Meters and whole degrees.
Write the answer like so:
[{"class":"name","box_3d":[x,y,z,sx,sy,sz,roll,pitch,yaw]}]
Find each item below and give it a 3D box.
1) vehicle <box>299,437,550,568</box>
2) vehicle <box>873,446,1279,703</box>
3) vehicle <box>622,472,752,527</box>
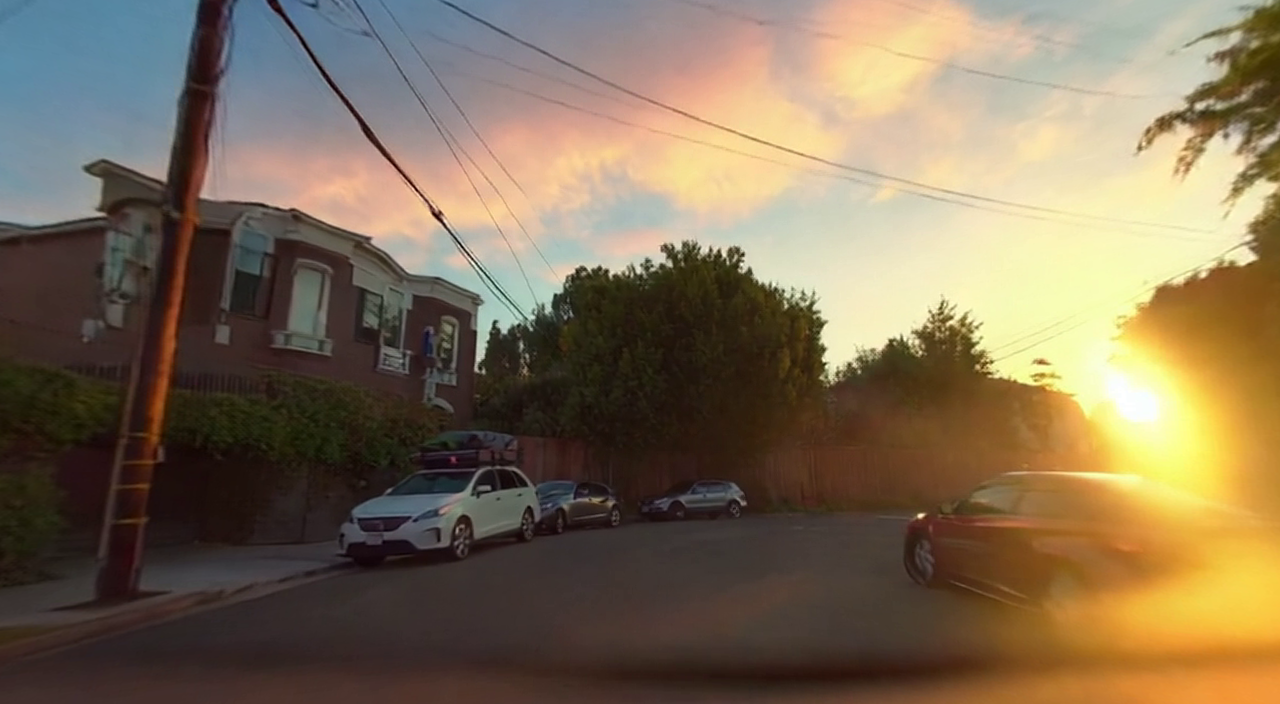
[{"class":"vehicle","box_3d":[-3.416,2.649,11.419,2.247,1.702,5.043,-4,-12,7]},{"class":"vehicle","box_3d":[3.893,1.576,5.568,1.910,1.477,4.569,0,-8,0]},{"class":"vehicle","box_3d":[1.694,5.087,22.218,4.217,1.547,2.082,6,-10,-36]}]
